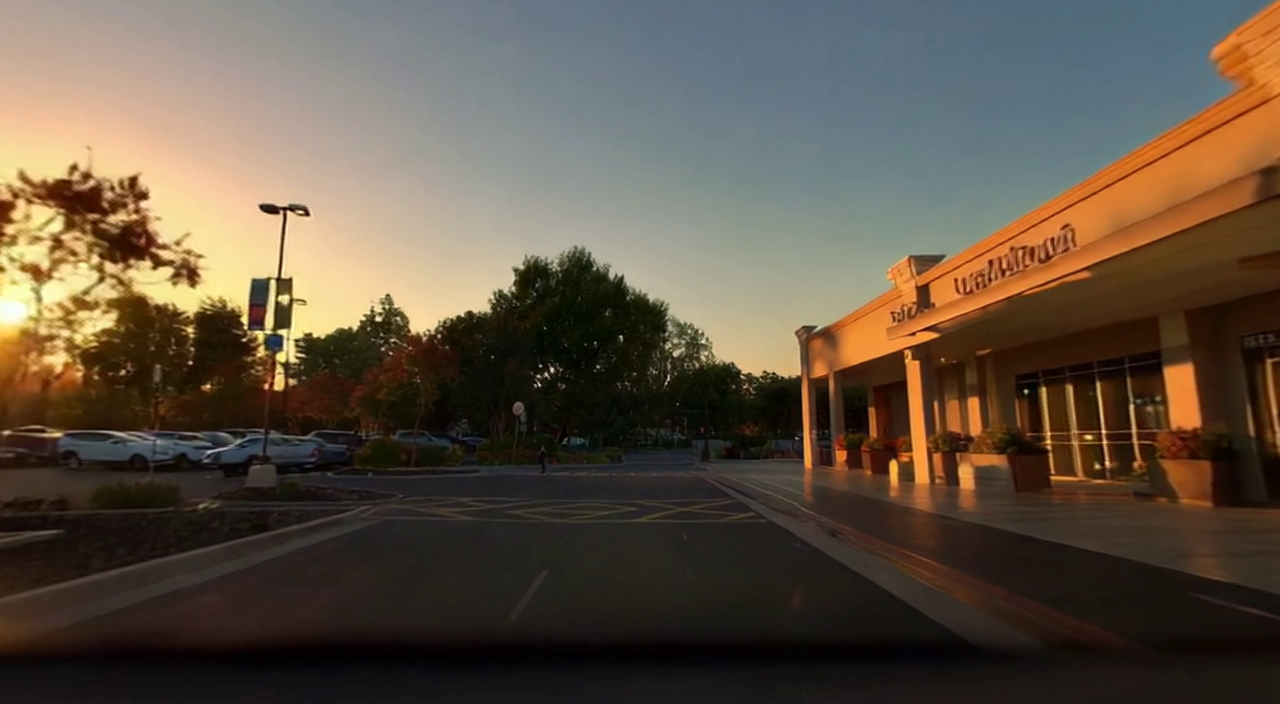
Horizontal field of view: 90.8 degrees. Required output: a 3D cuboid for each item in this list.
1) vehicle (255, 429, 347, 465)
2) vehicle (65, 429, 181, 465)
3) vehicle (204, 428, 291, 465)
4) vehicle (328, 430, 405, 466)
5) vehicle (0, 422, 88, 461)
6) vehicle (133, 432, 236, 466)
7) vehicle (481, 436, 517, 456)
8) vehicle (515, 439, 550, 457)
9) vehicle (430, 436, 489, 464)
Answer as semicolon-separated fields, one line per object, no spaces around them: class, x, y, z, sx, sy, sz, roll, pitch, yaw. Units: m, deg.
vehicle;-16.072;4.545;30.226;1.928;1.613;4.197;0;-9;2
vehicle;-24.501;4.516;30.152;1.773;1.498;4.085;3;-8;5
vehicle;-18.782;4.544;30.422;1.902;1.645;3.903;1;-8;-5
vehicle;-13.133;4.648;30.633;1.892;1.597;4.259;0;-9;-2
vehicle;-29.535;4.333;30.375;1.842;1.713;4.411;0;-9;2
vehicle;-21.532;4.600;30.075;1.909;1.474;3.908;0;-9;2
vehicle;-10.784;7.214;48.469;1.968;1.473;4.493;1;-9;-3
vehicle;-8.350;7.474;49.407;1.898;1.335;3.869;0;-9;2
vehicle;-10.397;5.664;36.798;1.891;1.464;4.646;2;-8;2
